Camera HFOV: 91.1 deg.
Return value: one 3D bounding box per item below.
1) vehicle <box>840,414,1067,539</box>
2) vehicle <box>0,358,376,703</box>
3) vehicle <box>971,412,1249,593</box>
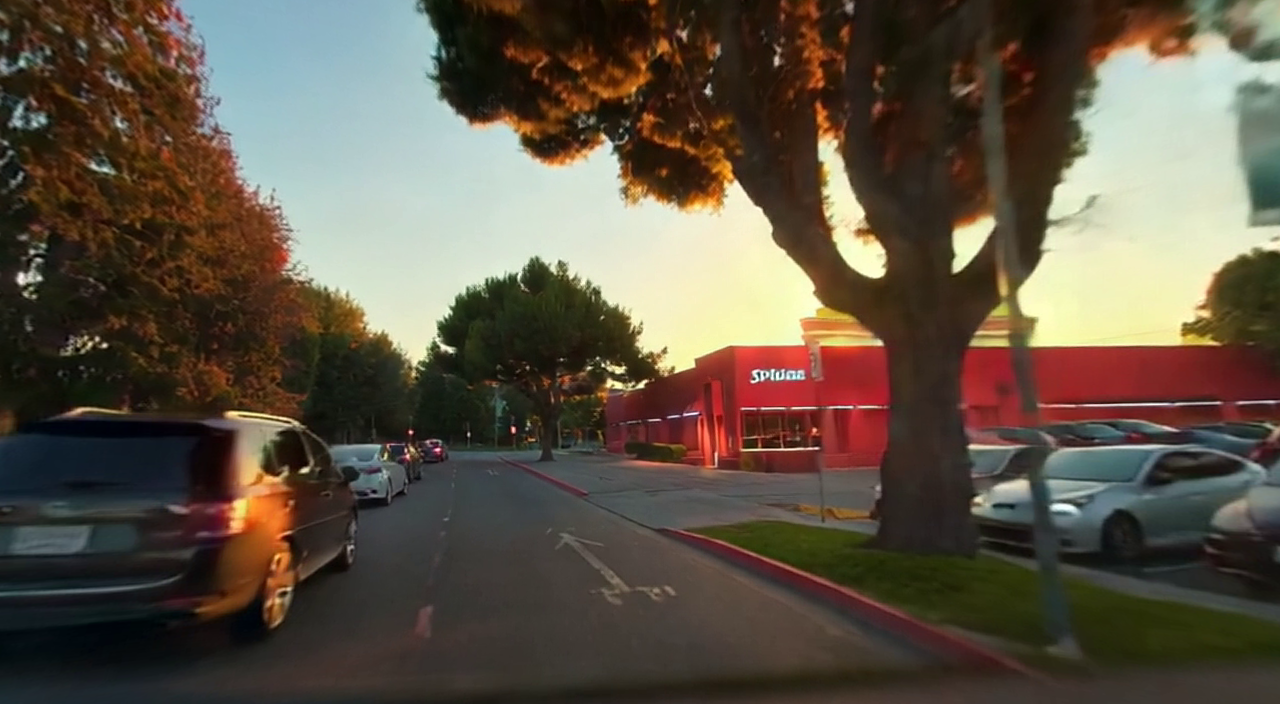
[{"bbox_3d":[5.249,1.935,10.424,3.575,1.473,1.785,0,-8,-37],"label":"vehicle"},{"bbox_3d":[-3.565,1.176,4.922,2.065,1.773,4.128,2,-8,-14],"label":"vehicle"},{"bbox_3d":[5.765,1.583,7.572,3.556,1.441,1.935,2,-9,-43],"label":"vehicle"}]
